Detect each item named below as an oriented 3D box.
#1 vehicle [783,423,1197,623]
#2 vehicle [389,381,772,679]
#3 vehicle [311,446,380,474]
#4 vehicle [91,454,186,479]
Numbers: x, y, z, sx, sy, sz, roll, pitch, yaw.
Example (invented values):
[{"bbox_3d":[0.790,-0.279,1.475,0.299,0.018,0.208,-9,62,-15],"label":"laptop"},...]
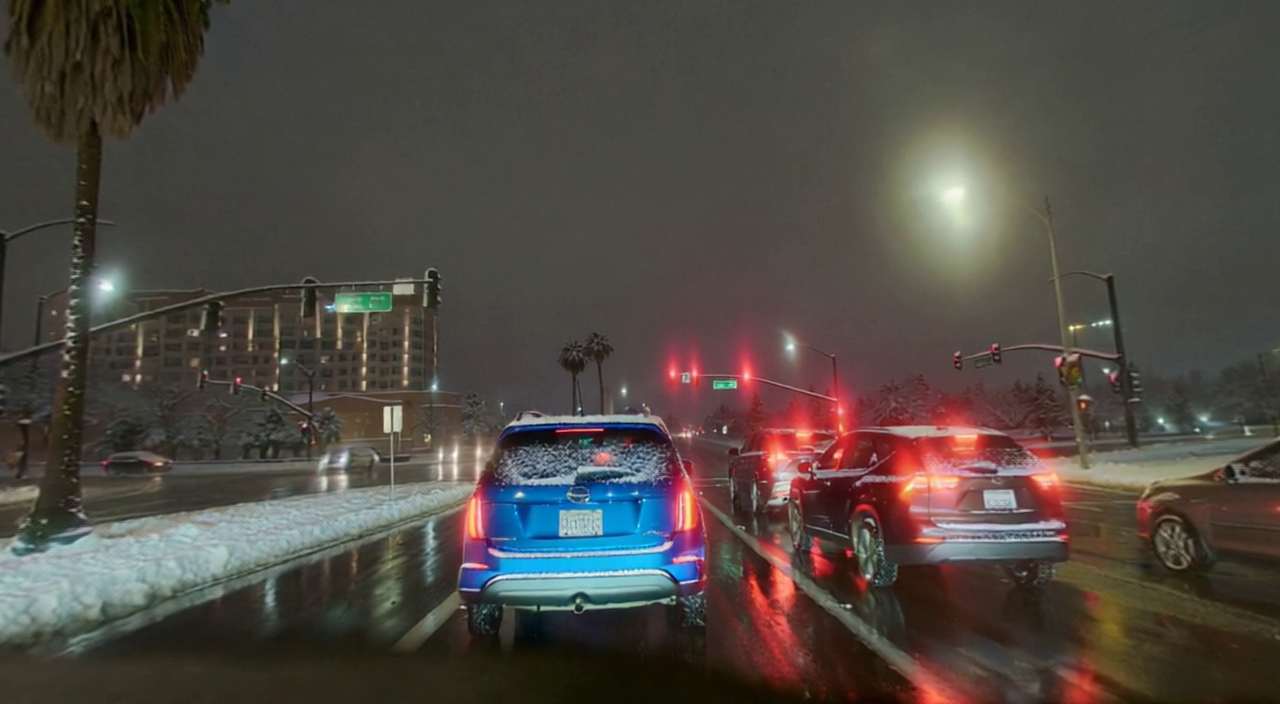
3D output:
[{"bbox_3d":[3.118,1.608,6.967,1.971,1.473,4.495,0,-8,0],"label":"vehicle"},{"bbox_3d":[-0.338,1.316,5.692,2.172,1.694,4.055,0,-8,0],"label":"vehicle"},{"bbox_3d":[-19.888,7.274,42.730,2.119,1.786,5.252,0,-9,0],"label":"vehicle"},{"bbox_3d":[-37.541,8.542,47.086,5.347,1.785,2.123,0,-9,1],"label":"vehicle"}]
